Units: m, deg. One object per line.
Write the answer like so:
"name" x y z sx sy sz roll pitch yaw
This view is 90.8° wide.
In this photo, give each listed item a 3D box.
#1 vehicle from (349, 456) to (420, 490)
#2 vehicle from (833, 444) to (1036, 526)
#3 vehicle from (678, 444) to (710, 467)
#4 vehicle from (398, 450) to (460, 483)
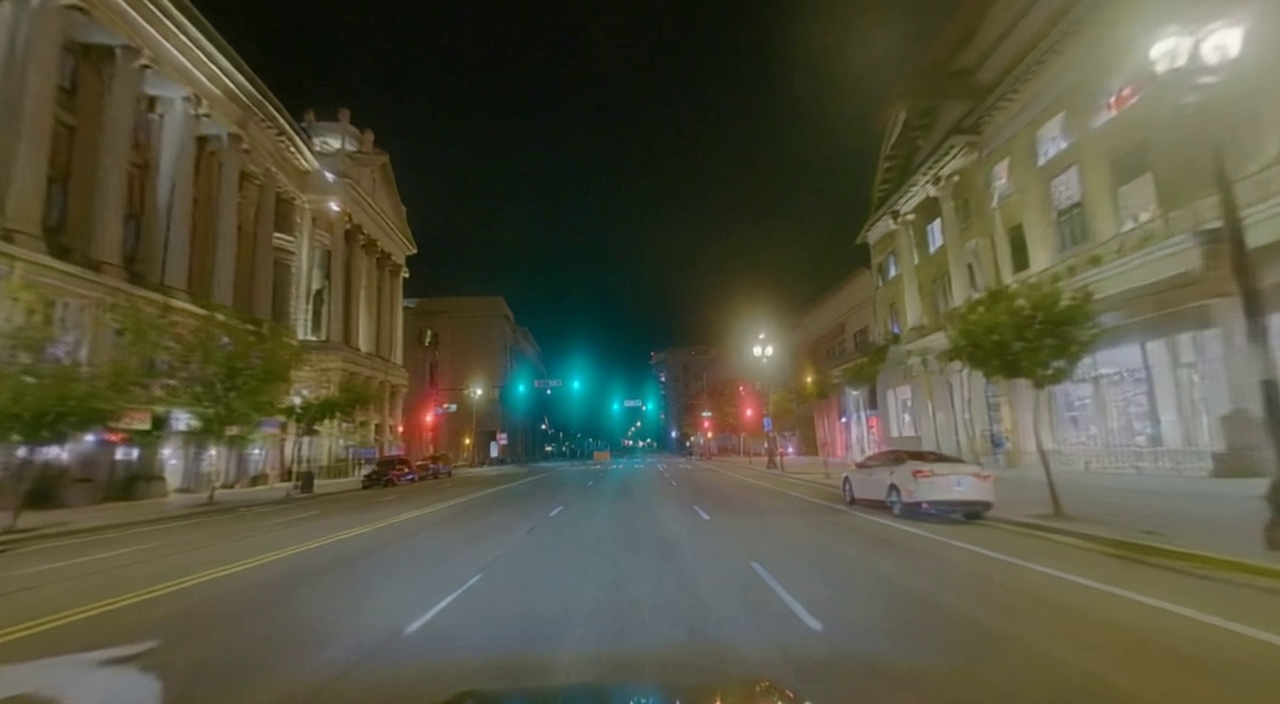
"vehicle" -12.569 5.970 31.389 1.767 1.455 4.389 0 -8 0
"vehicle" 6.014 2.729 13.729 2.091 1.445 4.678 0 -8 -1
"vehicle" 3.913 7.348 44.995 2.085 1.530 4.125 -1 -8 7
"vehicle" -12.759 6.909 38.525 2.011 1.668 5.474 -3 -8 -1
